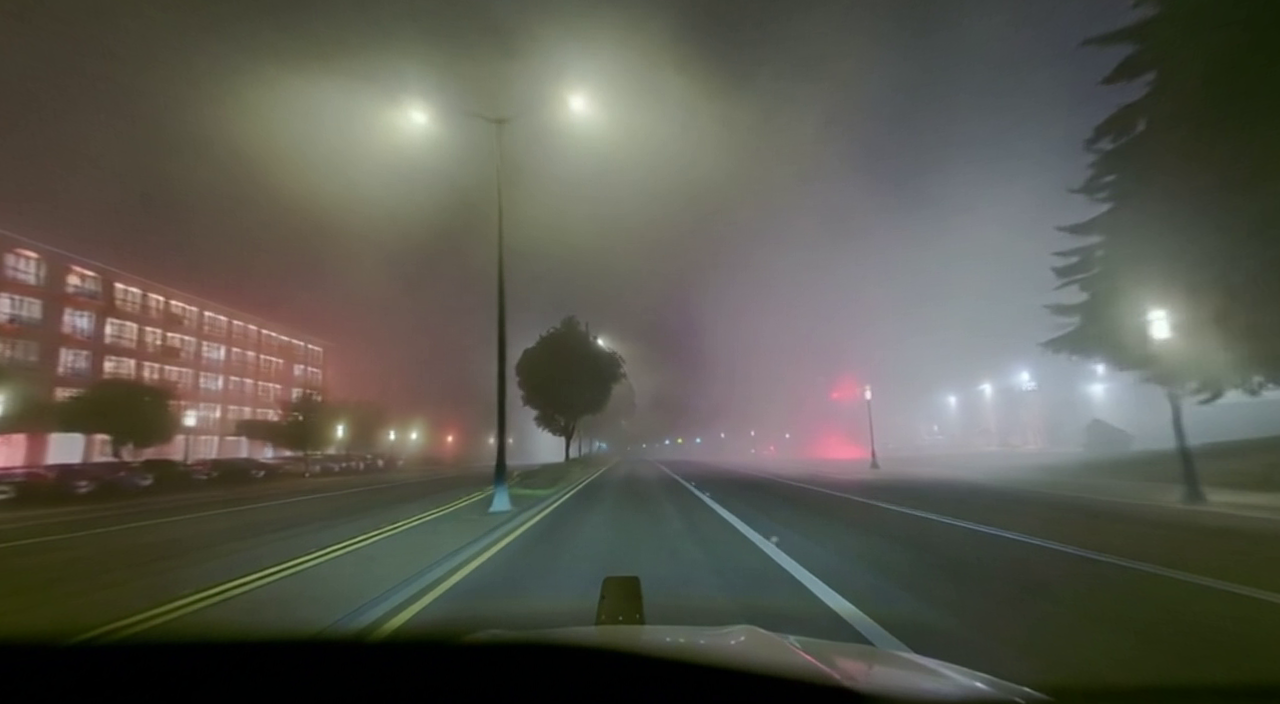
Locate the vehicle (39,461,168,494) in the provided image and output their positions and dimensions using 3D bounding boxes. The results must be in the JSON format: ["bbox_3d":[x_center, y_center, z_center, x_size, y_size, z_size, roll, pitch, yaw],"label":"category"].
[{"bbox_3d":[-26.033,6.085,30.883,4.329,1.423,1.954,4,-9,-24],"label":"vehicle"}]
